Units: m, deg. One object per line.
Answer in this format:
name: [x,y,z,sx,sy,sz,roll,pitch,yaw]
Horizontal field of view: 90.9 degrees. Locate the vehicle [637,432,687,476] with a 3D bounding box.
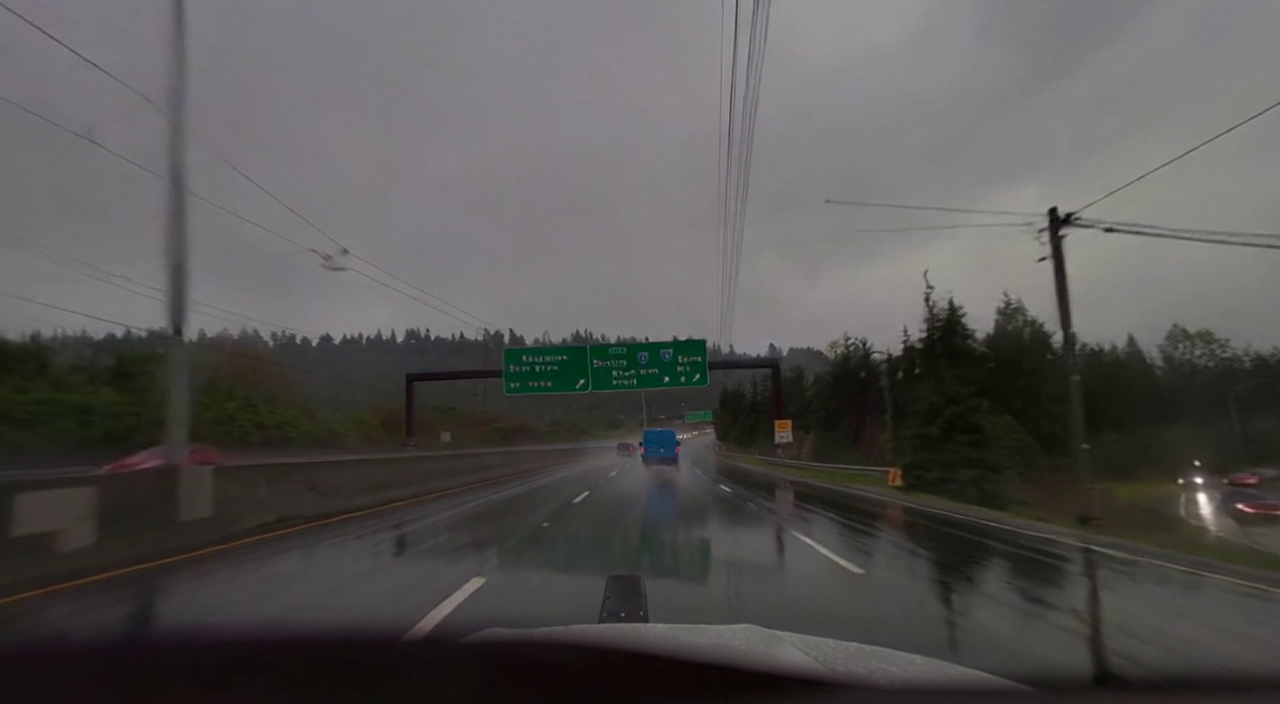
vehicle: [1.087,4.986,31.023,2.261,1.969,5.104,0,-9,2]
